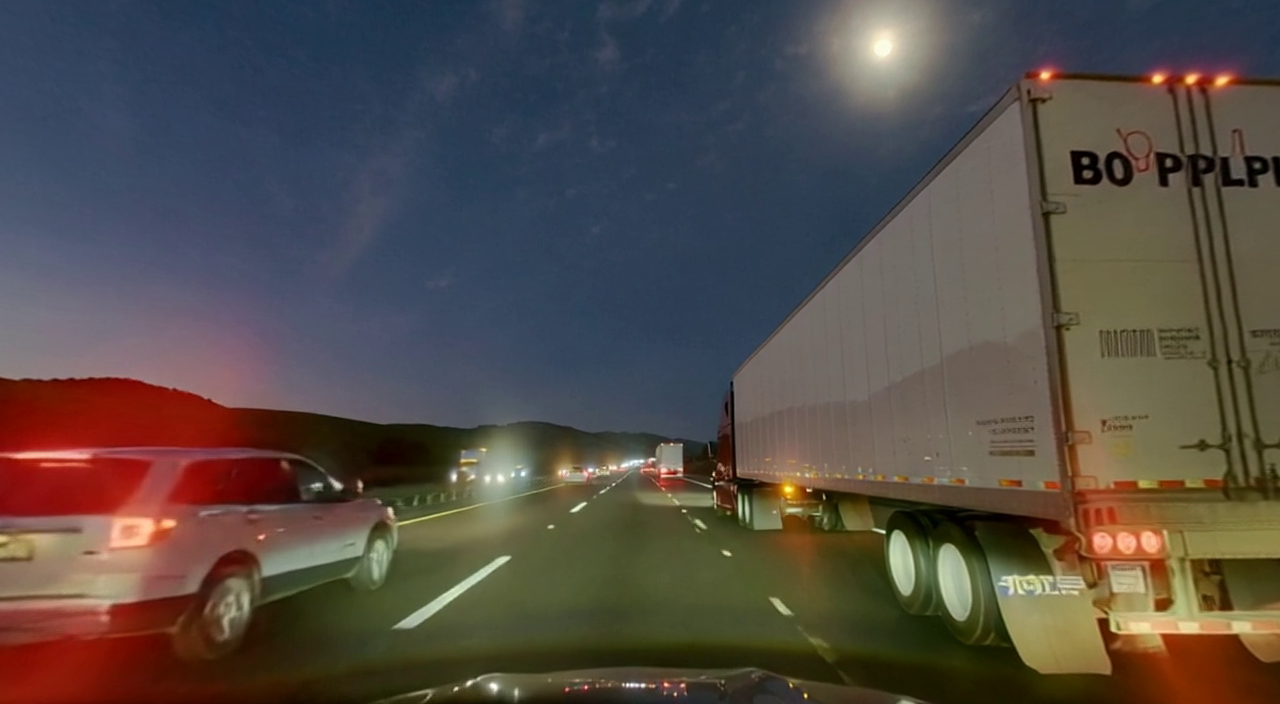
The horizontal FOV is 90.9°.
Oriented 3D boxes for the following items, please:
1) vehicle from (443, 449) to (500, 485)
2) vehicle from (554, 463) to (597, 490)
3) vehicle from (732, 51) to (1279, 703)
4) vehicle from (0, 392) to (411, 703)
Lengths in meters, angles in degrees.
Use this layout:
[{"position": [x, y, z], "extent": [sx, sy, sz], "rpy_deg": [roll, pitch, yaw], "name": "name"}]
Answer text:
[{"position": [-12.271, 8.525, 46.464], "extent": [2.216, 2.401, 6.740], "rpy_deg": [1, -11, 0], "name": "vehicle"}, {"position": [-3.947, 7.758, 39.411], "extent": [2.088, 1.566, 4.853], "rpy_deg": [1, -11, 1], "name": "vehicle"}, {"position": [4.069, 1.309, 10.703], "extent": [2.839, 4.062, 14.051], "rpy_deg": [1, -11, 0], "name": "vehicle"}, {"position": [-3.322, 1.240, 4.108], "extent": [2.021, 1.505, 4.286], "rpy_deg": [1, -11, 0], "name": "vehicle"}]
